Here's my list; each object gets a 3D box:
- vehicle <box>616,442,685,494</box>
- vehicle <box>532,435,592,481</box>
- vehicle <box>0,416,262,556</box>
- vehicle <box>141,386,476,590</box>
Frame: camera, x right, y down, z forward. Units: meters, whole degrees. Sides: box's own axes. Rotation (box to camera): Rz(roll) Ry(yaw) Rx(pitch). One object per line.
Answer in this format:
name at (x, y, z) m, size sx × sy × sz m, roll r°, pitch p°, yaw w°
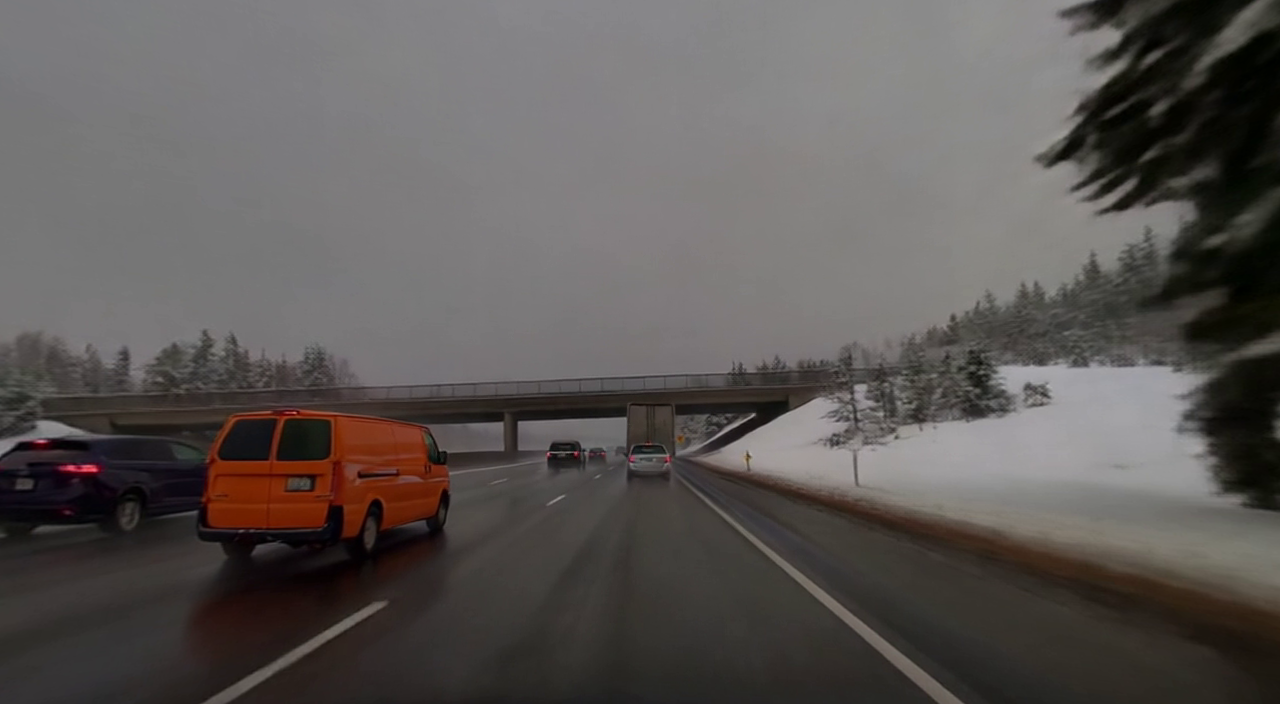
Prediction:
vehicle at (0.289, 3.633, 19.972) m, size 1.991 × 1.507 × 3.391 m, roll 0°, pitch -9°, yaw 0°
vehicle at (-3.389, 4.716, 28.190) m, size 2.068 × 1.862 × 4.234 m, roll 0°, pitch -9°, yaw 1°
vehicle at (-8.294, 1.961, 9.814) m, size 2.093 × 1.675 × 4.233 m, roll 0°, pitch -9°, yaw 1°
vehicle at (-3.586, 1.565, 7.883) m, size 1.951 × 1.882 × 3.979 m, roll 0°, pitch -9°, yaw 0°
